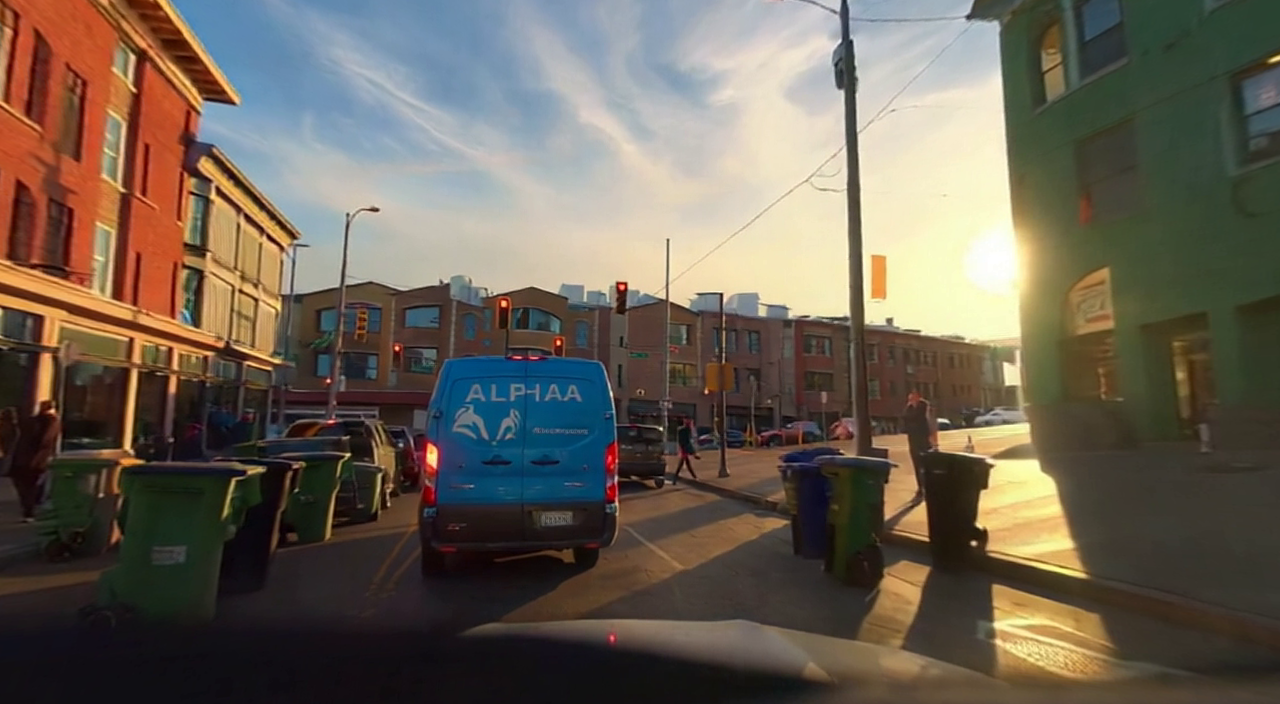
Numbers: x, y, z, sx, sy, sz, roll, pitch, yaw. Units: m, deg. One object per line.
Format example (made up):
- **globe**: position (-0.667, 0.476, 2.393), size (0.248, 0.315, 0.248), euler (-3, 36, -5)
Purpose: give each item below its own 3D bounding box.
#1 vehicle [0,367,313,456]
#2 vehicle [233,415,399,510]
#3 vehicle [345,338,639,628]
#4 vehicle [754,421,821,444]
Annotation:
- **vehicle**: position (-19.401, 2.497, 25.204), size (10.606, 3.178, 3.014), euler (2, -8, -14)
- **vehicle**: position (-5.753, 1.966, 11.684), size (1.841, 1.461, 3.426), euler (2, -8, -12)
- **vehicle**: position (-1.408, 1.159, 6.498), size (1.951, 1.907, 4.266), euler (2, -8, -12)
- **vehicle**: position (9.690, 5.336, 41.540), size (3.885, 1.449, 1.757), euler (2, -8, -14)
